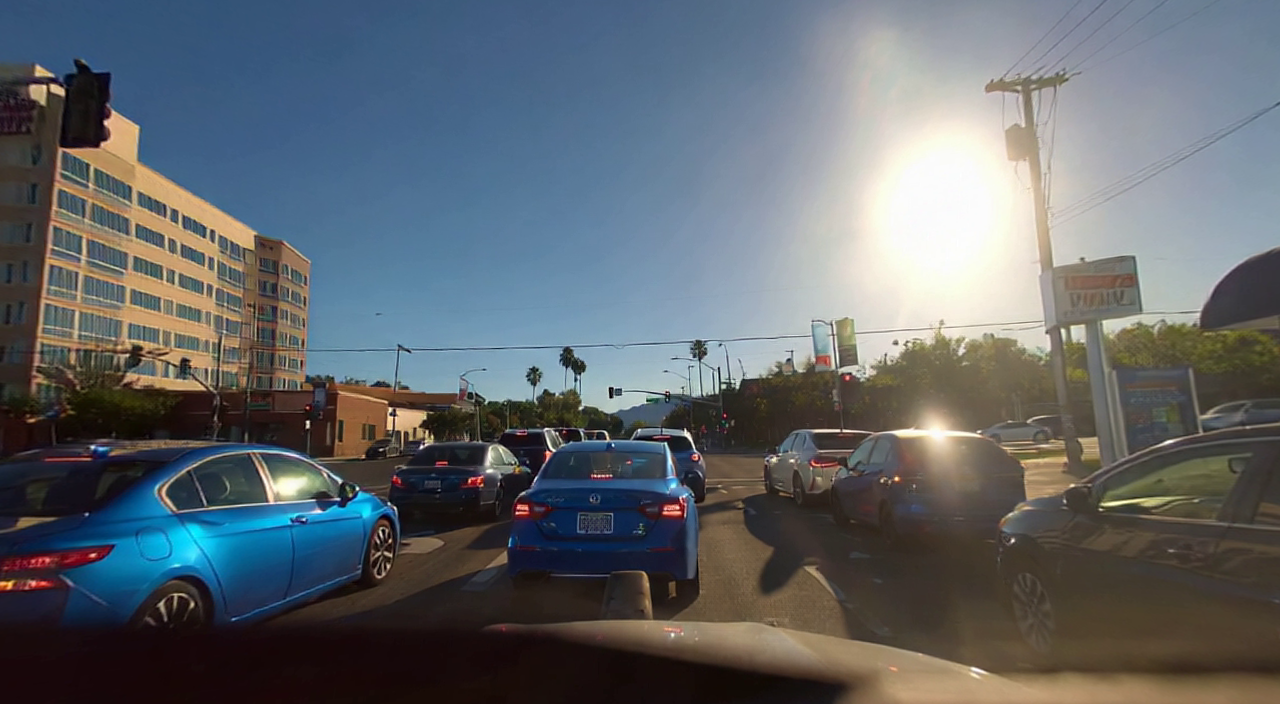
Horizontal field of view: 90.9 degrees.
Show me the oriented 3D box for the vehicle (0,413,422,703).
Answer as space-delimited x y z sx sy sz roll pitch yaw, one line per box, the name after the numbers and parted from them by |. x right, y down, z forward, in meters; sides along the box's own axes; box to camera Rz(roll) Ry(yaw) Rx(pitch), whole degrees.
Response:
-3.410 1.298 4.718 1.980 1.454 4.226 0 -8 1 | vehicle

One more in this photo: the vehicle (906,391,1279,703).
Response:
3.407 1.067 3.493 1.981 1.499 4.536 -1 -8 2 | vehicle

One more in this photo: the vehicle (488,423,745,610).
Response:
-0.175 1.618 7.120 2.059 1.477 3.988 0 -8 0 | vehicle

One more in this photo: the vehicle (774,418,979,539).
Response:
3.775 2.098 11.024 2.007 1.683 4.171 0 -8 1 | vehicle
